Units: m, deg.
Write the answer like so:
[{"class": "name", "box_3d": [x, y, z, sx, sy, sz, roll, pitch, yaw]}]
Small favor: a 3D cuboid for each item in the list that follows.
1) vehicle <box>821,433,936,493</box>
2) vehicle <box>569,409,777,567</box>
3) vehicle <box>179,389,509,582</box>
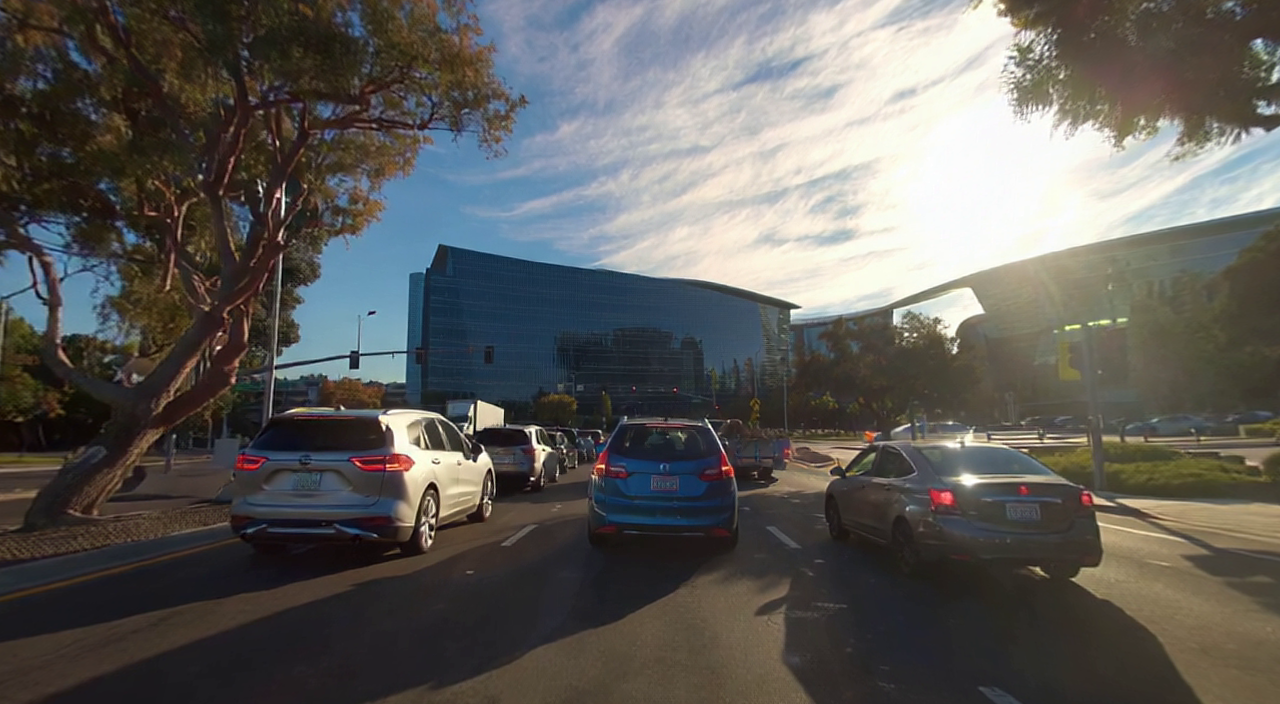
[{"class": "vehicle", "box_3d": [6.998, 3.291, 19.011, 2.067, 1.599, 4.251, -1, -8, 4]}, {"class": "vehicle", "box_3d": [0.371, 1.746, 8.791, 2.189, 1.649, 4.171, 0, -8, 1]}, {"class": "vehicle", "box_3d": [-3.257, 1.579, 8.191, 2.085, 1.812, 4.388, 0, -8, 1]}]
